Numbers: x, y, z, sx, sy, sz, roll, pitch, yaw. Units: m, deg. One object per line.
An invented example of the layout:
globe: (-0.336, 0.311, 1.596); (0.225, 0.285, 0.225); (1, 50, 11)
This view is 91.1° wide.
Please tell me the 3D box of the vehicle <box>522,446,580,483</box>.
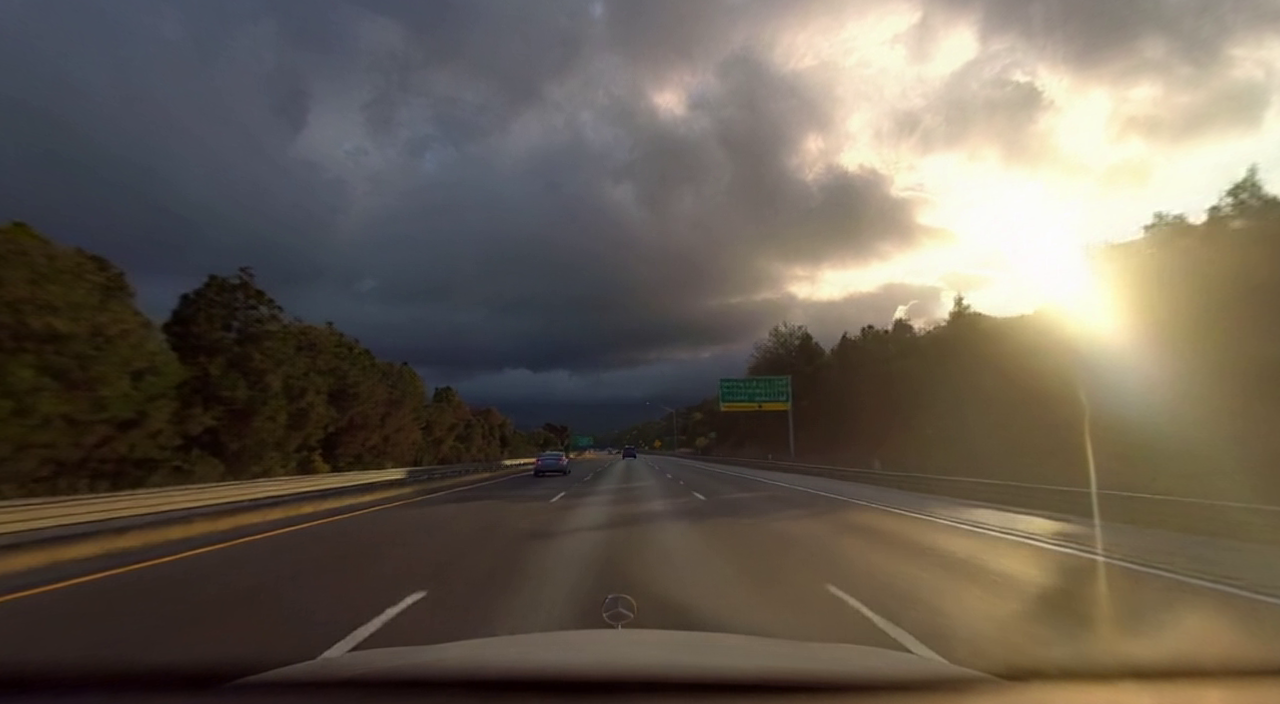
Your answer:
vehicle: (-3.819, 4.919, 27.683); (1.970, 1.492, 3.944); (0, -9, 0)
